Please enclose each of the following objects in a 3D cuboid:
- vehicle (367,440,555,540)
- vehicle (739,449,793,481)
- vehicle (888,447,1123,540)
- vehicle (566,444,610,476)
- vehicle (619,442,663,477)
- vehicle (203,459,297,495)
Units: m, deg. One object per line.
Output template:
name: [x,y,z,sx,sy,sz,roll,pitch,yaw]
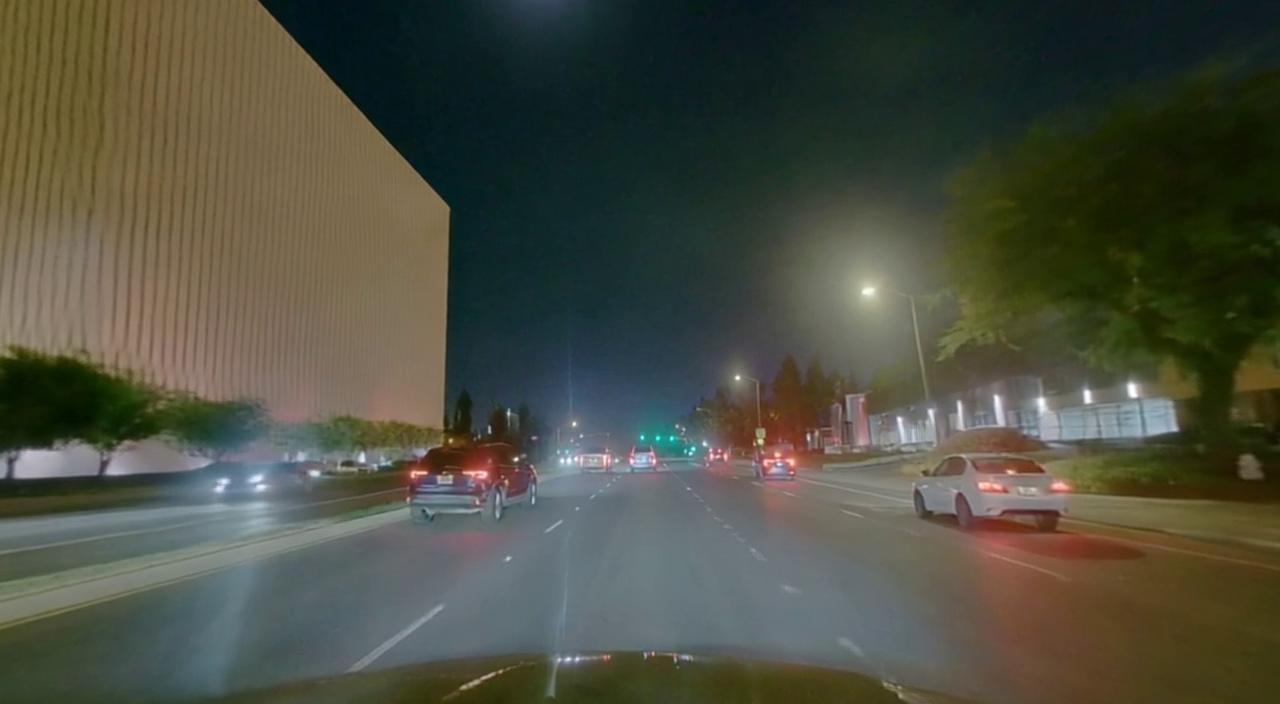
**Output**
vehicle: [-3.006,2.436,11.772,2.095,1.486,4.411,0,-9,2]
vehicle: [6.108,5.503,30.995,1.884,1.458,4.245,0,-9,2]
vehicle: [6.768,2.620,12.430,1.865,1.458,4.605,0,-9,0]
vehicle: [-3.009,6.398,37.621,2.117,1.799,4.442,0,-9,2]
vehicle: [0.076,6.066,35.734,2.304,1.795,4.526,0,-9,1]
vehicle: [-20.388,6.529,33.245,2.014,1.663,4.472,0,-9,1]
